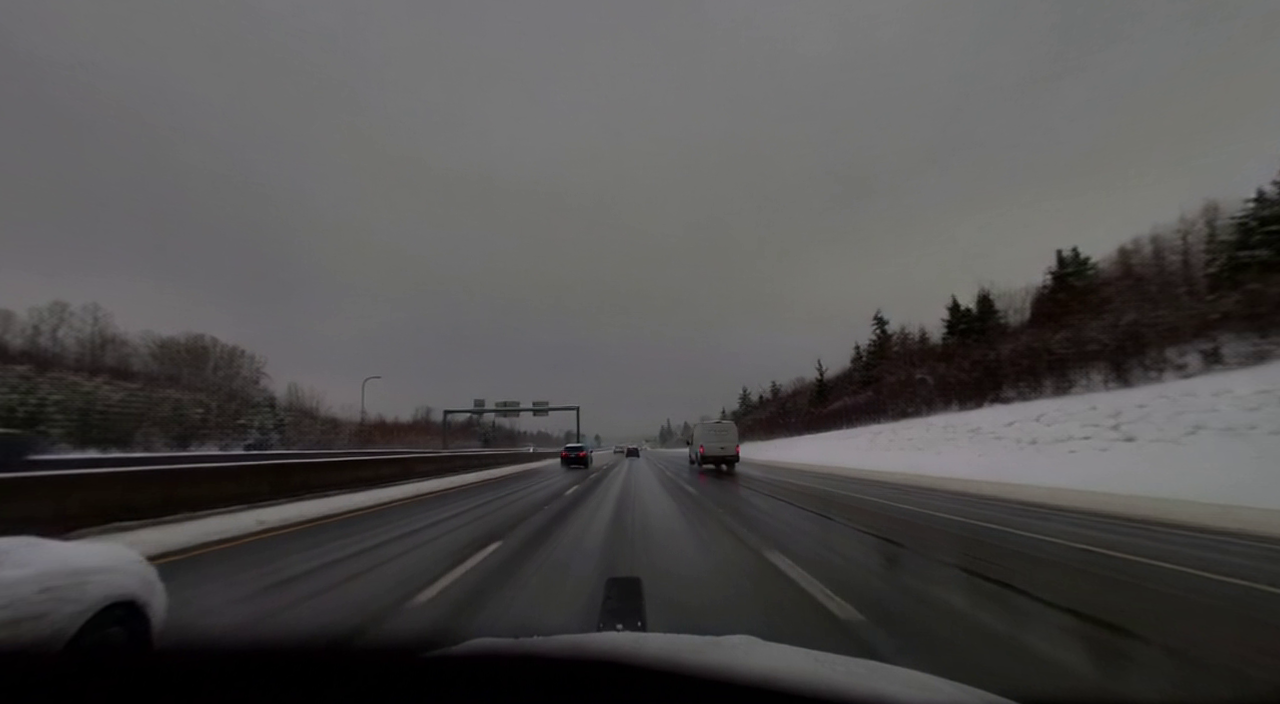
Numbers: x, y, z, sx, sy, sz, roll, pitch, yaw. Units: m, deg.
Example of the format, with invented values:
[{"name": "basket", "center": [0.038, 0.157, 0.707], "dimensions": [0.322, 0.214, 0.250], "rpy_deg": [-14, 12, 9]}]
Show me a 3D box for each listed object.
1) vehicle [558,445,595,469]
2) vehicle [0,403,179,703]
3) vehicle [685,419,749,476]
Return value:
[{"name": "vehicle", "center": [-4.301, 7.170, 43.068], "dimensions": [2.054, 1.529, 4.368], "rpy_deg": [0, -9, 0]}, {"name": "vehicle", "center": [-3.503, 0.731, 0.989], "dimensions": [1.939, 1.513, 4.773], "rpy_deg": [0, -9, 0]}, {"name": "vehicle", "center": [3.768, 4.873, 32.139], "dimensions": [2.361, 2.636, 5.684], "rpy_deg": [0, -9, -1]}]
